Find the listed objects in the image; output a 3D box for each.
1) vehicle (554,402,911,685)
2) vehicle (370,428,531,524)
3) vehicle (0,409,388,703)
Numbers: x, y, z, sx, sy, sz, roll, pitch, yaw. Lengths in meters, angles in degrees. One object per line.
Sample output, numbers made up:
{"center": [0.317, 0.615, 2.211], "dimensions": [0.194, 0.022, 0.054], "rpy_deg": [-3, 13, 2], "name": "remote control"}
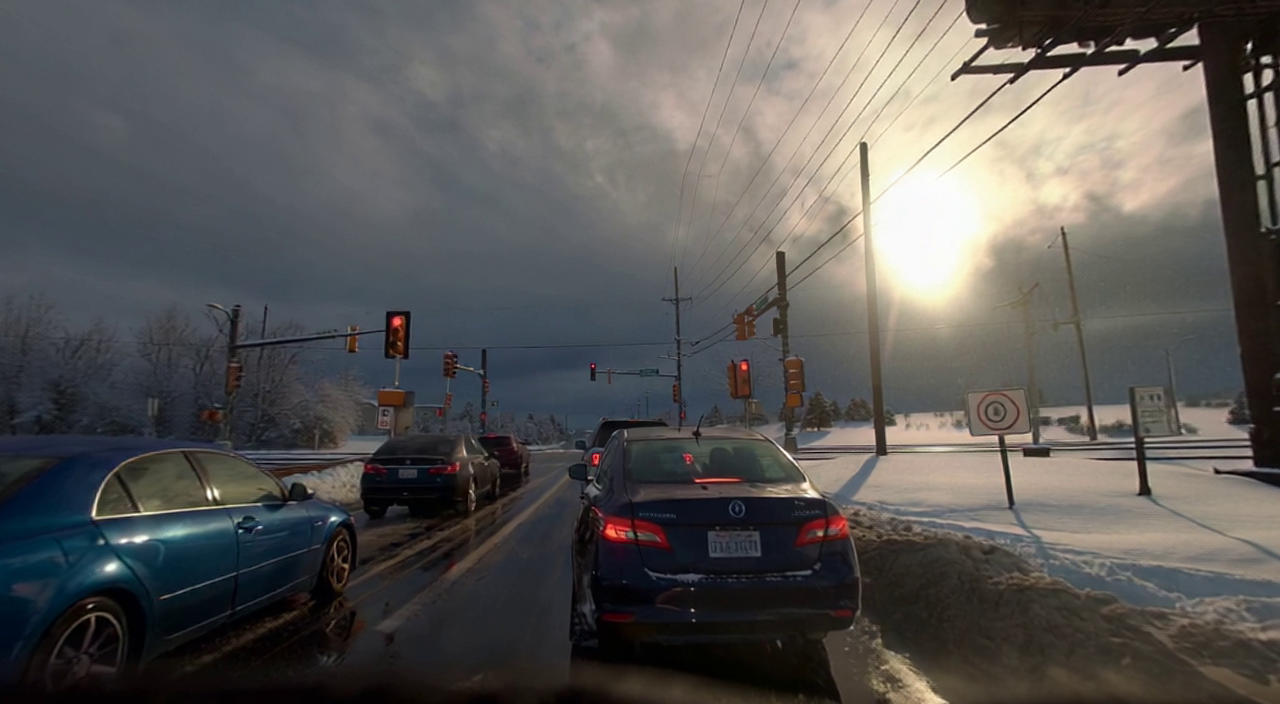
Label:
{"center": [0.397, 1.351, 5.555], "dimensions": [1.998, 1.529, 3.960], "rpy_deg": [1, -9, -4], "name": "vehicle"}
{"center": [-3.360, 2.271, 12.101], "dimensions": [1.984, 1.505, 3.982], "rpy_deg": [0, -9, -2], "name": "vehicle"}
{"center": [-3.710, 1.253, 4.476], "dimensions": [1.956, 1.468, 4.585], "rpy_deg": [0, -9, 0], "name": "vehicle"}
